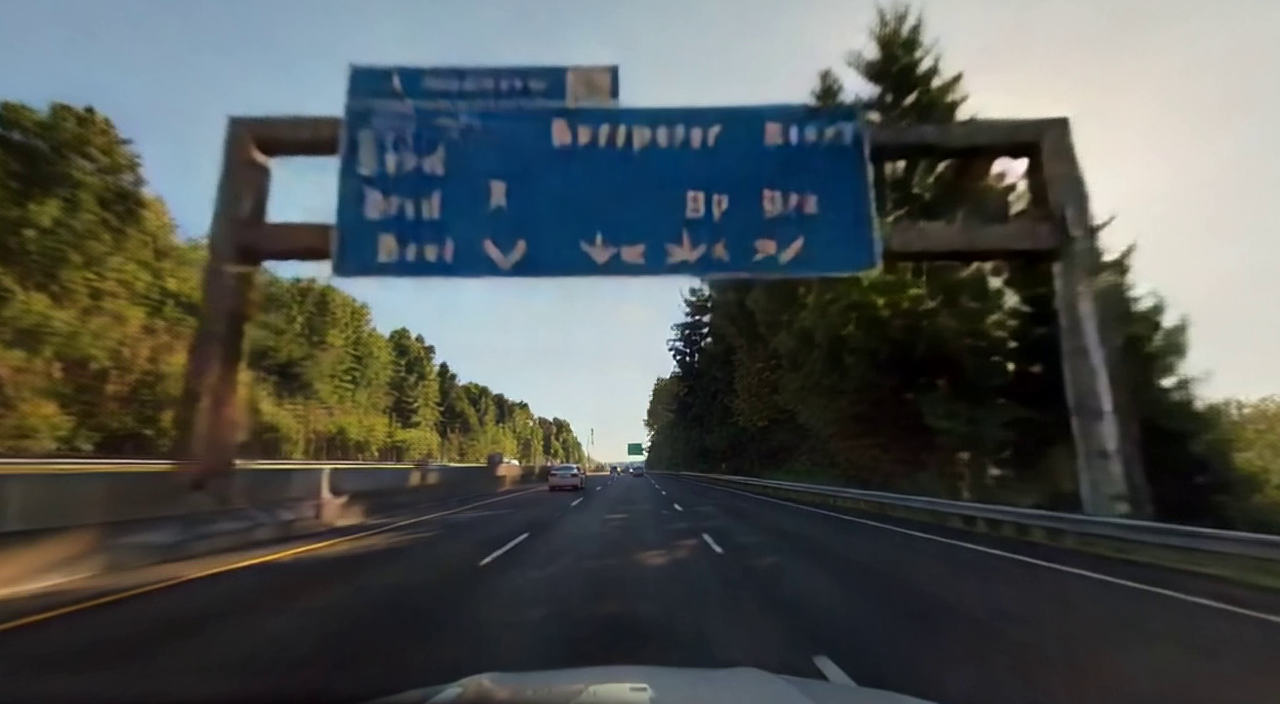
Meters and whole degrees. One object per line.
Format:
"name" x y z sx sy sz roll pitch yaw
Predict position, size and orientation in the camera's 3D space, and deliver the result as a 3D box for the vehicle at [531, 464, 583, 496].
"vehicle" -4.044 6.322 31.326 2.006 1.469 4.050 1 -10 0
